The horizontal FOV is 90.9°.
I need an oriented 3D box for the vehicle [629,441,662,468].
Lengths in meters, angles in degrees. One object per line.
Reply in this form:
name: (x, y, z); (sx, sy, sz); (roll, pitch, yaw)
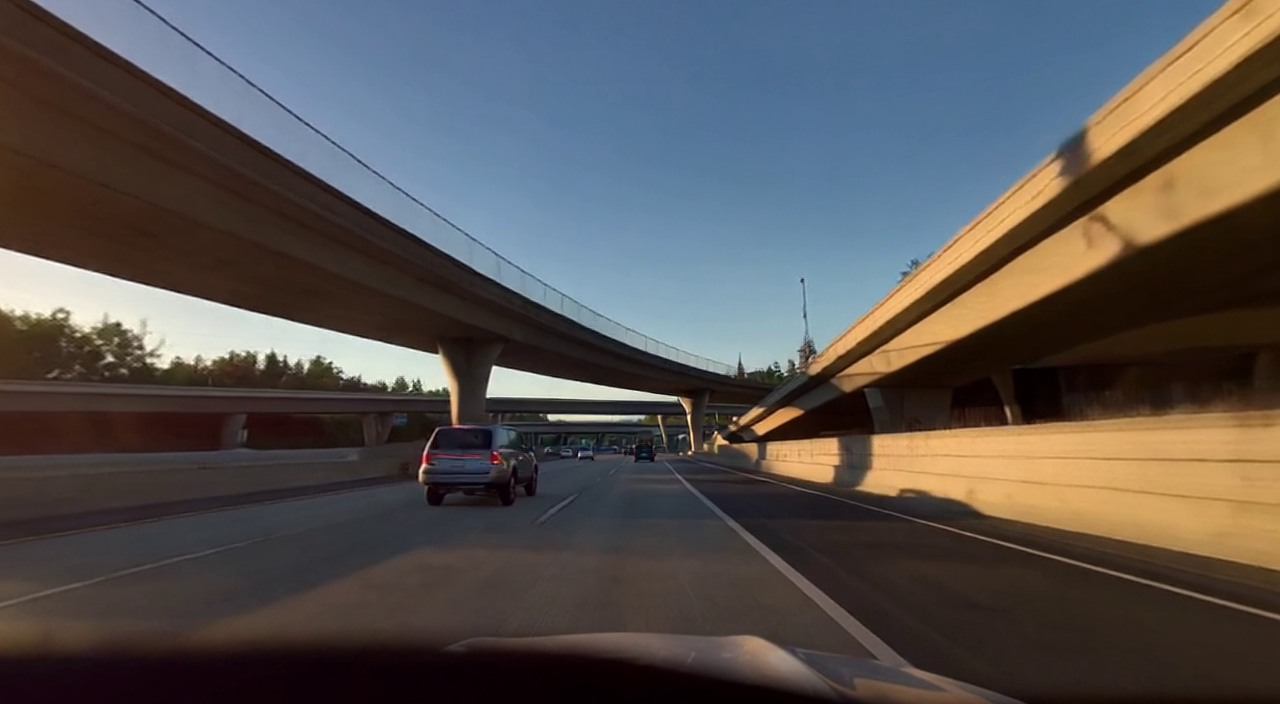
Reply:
vehicle: (0.369, 6.840, 42.192); (2.052, 1.711, 4.223); (-1, -9, 0)

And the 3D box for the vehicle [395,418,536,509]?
vehicle: (-4.150, 2.761, 16.012); (2.147, 1.918, 4.834); (-1, -9, 1)
